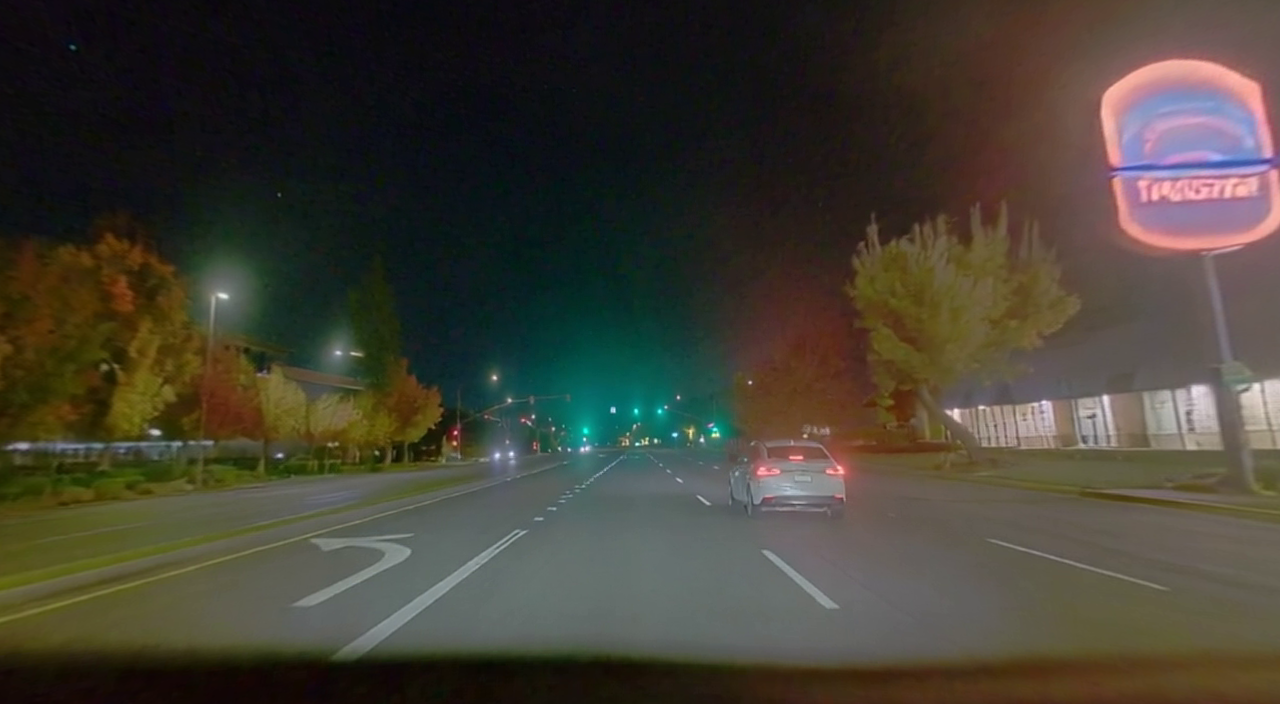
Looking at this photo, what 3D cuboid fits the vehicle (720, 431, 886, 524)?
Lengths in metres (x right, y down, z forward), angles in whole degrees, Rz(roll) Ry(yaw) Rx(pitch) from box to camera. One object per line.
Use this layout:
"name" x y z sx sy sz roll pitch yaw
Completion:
"vehicle" 2.923 2.369 12.469 2.015 1.479 4.444 0 -8 -1
